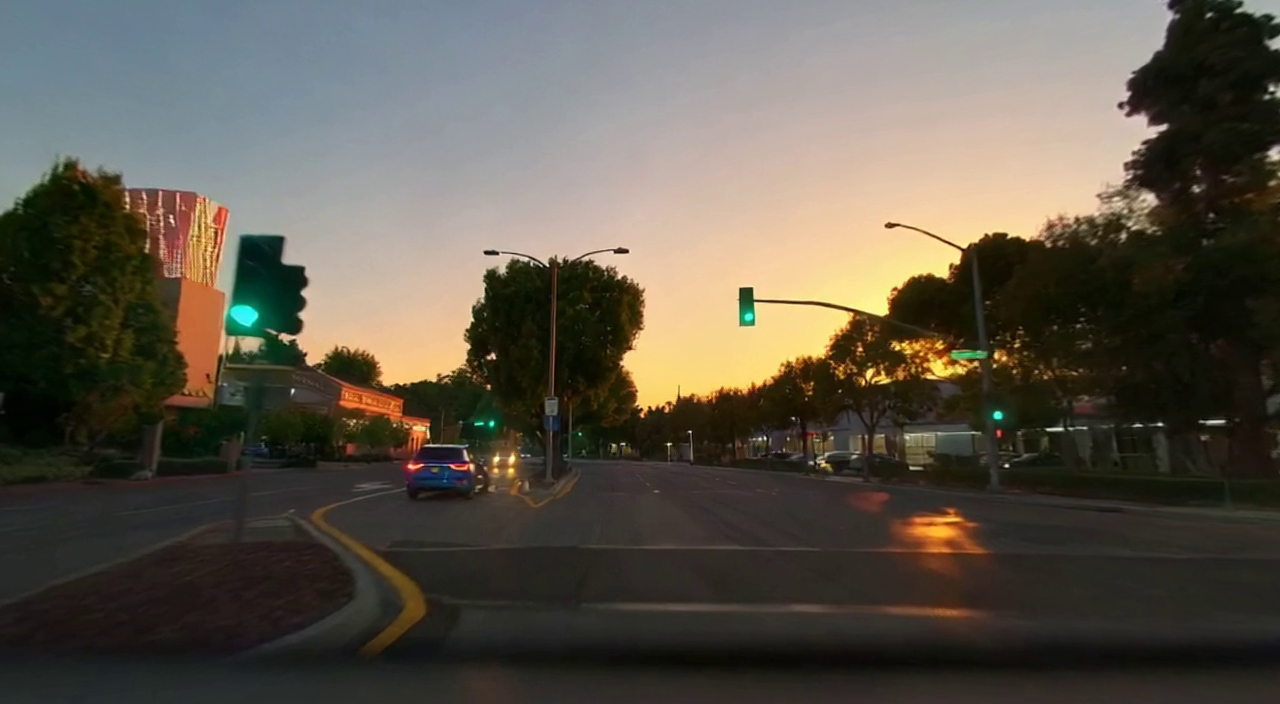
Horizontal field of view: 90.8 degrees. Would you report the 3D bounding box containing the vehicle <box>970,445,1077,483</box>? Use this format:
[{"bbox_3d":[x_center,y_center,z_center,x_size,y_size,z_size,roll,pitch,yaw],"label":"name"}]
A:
[{"bbox_3d":[20.077,5.803,33.009,5.672,1.821,2.180,5,-10,-30],"label":"vehicle"}]

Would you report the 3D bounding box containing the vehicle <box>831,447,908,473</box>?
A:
[{"bbox_3d":[16.012,7.553,44.251,4.481,1.685,2.195,2,-10,-6],"label":"vehicle"}]

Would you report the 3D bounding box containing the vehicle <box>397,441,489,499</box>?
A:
[{"bbox_3d":[-6.390,3.842,21.068,2.057,1.709,4.590,1,-9,-7],"label":"vehicle"}]
